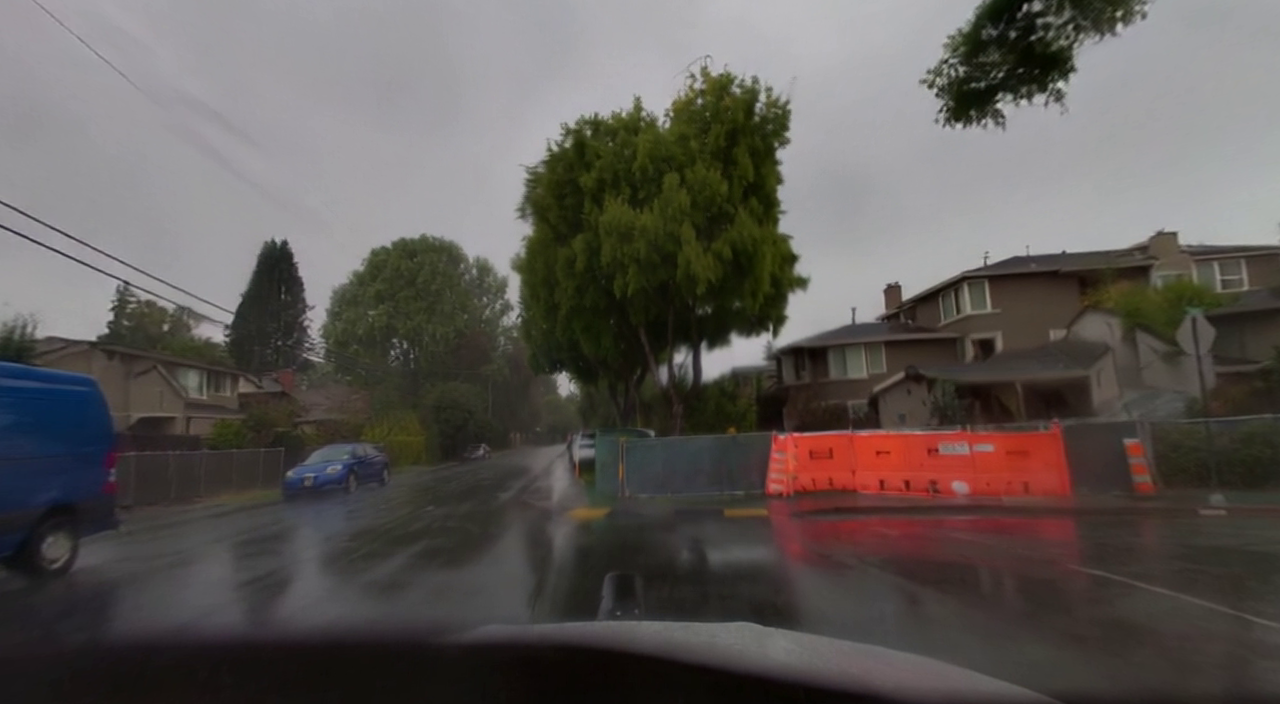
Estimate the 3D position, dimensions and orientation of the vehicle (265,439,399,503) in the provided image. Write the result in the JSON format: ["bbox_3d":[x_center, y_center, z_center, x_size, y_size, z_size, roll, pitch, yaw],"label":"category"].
[{"bbox_3d":[-8.295,3.185,17.443,1.899,1.524,4.082,0,-8,-5],"label":"vehicle"}]

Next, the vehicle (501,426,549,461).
[{"bbox_3d":[-6.828,5.501,37.961,2.219,1.984,4.712,0,-8,-3],"label":"vehicle"}]

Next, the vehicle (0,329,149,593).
[{"bbox_3d":[-7.100,0.908,4.444,2.284,2.500,7.006,-2,-6,-6],"label":"vehicle"}]

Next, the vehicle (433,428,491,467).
[{"bbox_3d":[-9.603,5.186,34.433,2.042,1.937,4.960,0,-8,-4],"label":"vehicle"}]

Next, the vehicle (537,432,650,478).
[{"bbox_3d":[-1.508,3.513,21.899,1.827,1.436,4.070,-5,-9,32],"label":"vehicle"}]
